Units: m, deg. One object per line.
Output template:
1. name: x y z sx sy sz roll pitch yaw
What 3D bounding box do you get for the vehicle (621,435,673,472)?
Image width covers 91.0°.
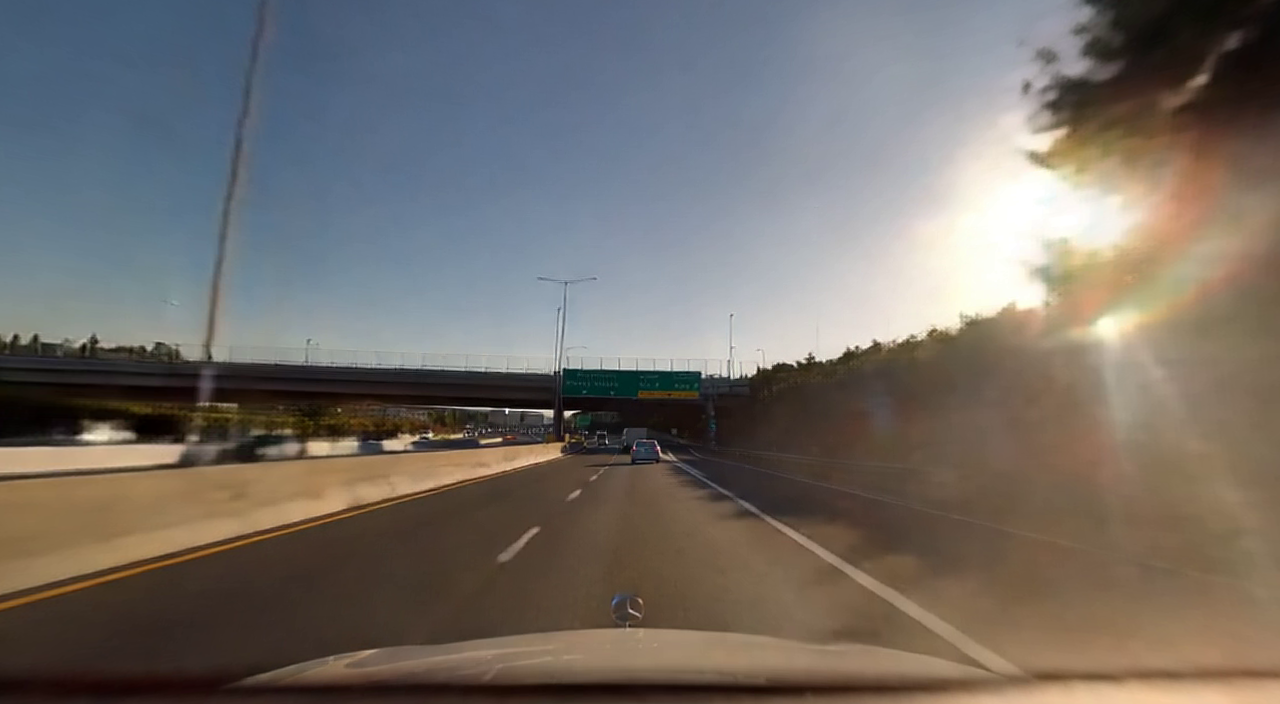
1. vehicle: 0.311 4.509 28.116 2.130 1.512 4.057 0 -8 0
